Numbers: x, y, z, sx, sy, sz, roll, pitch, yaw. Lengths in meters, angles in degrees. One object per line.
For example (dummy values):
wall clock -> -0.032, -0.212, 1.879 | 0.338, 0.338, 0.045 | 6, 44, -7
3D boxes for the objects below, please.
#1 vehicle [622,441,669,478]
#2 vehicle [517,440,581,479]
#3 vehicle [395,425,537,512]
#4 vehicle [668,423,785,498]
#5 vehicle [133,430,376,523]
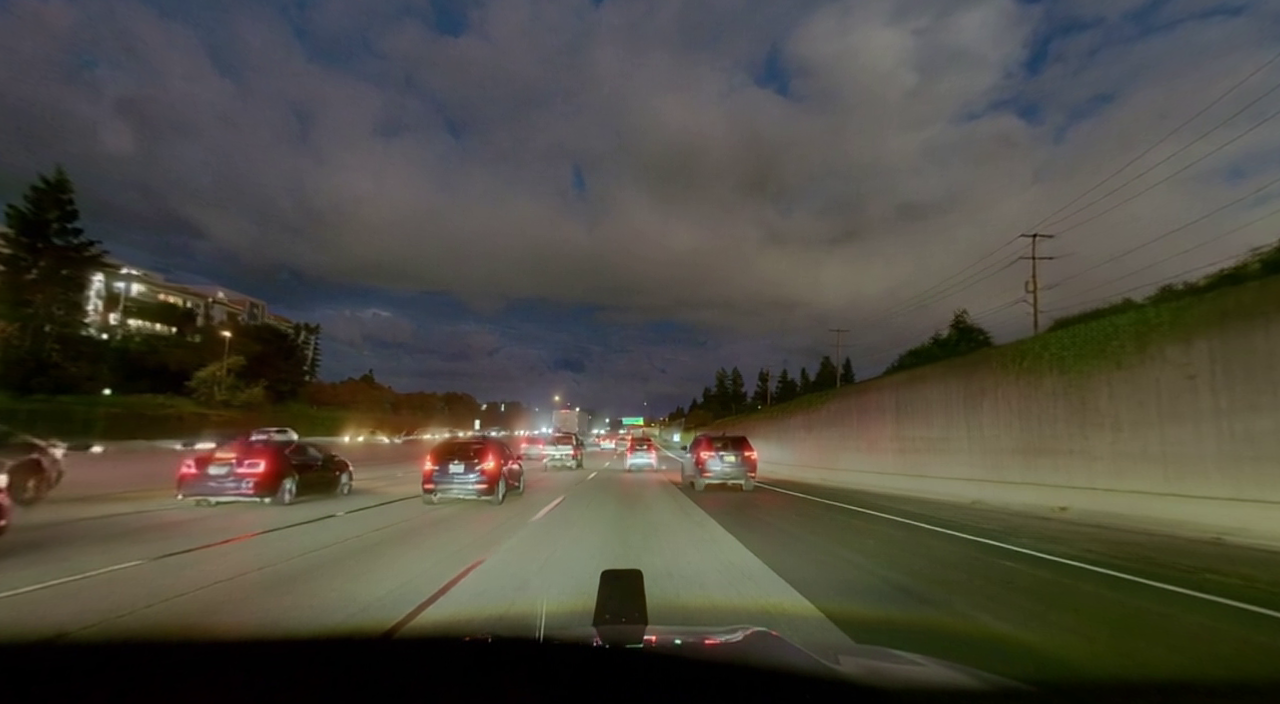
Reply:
vehicle -> 0.235, 5.113, 30.274 | 2.092, 1.671, 3.889 | 0, -8, 0
vehicle -> -3.842, 4.653, 27.561 | 2.049, 1.530, 4.707 | 0, -8, 1
vehicle -> -3.843, 2.663, 14.884 | 2.026, 1.719, 4.490 | 0, -8, 1
vehicle -> 2.606, 3.523, 20.977 | 2.793, 2.132, 5.682 | 0, -8, -3
vehicle -> -7.425, 2.429, 12.901 | 1.985, 1.529, 4.710 | 0, -8, 0
